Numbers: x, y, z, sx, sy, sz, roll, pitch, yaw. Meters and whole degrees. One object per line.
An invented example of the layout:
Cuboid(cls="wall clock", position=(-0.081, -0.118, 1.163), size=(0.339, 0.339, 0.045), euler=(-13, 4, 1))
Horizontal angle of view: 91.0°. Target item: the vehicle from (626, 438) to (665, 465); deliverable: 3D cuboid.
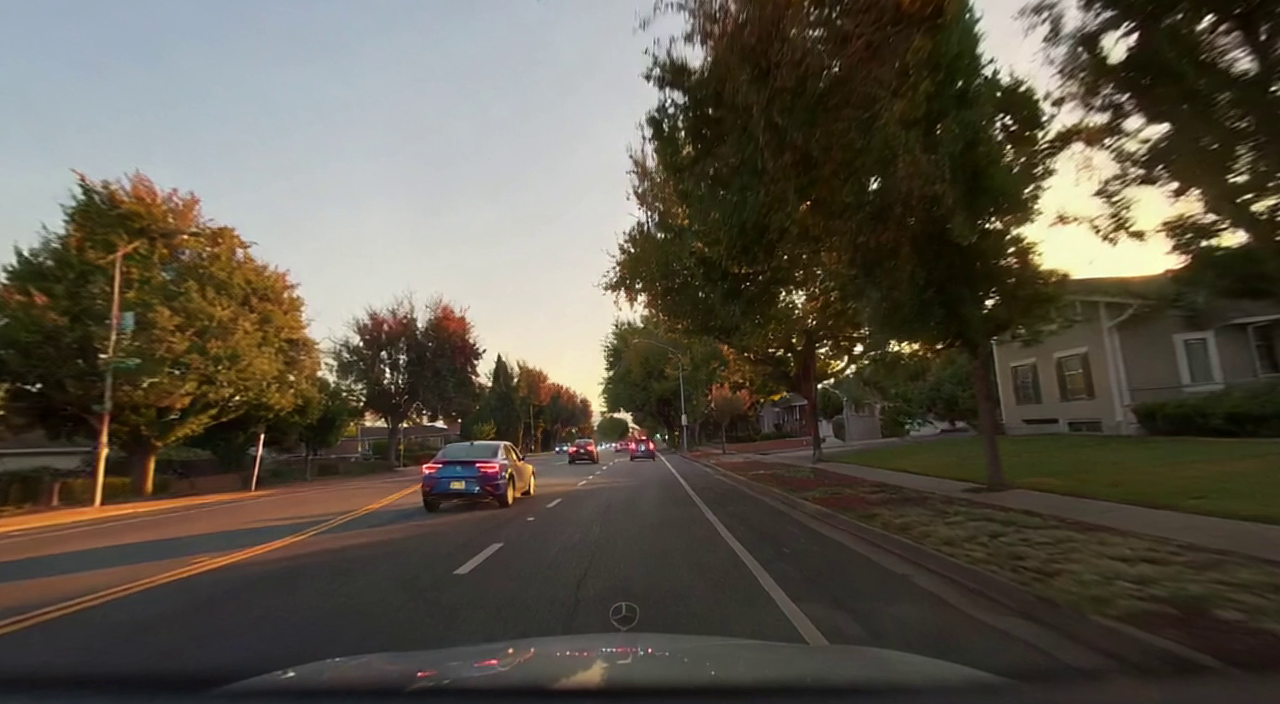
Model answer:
Cuboid(cls="vehicle", position=(0.277, 5.639, 35.822), size=(2.065, 1.456, 4.099), euler=(0, -8, 0))

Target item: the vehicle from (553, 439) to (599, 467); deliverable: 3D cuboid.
Cuboid(cls="vehicle", position=(-3.545, 5.678, 35.624), size=(2.114, 1.500, 3.912), euler=(0, -8, 1))

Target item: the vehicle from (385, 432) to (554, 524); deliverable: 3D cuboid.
Cuboid(cls="vehicle", position=(-3.082, 2.373, 12.484), size=(2.030, 1.467, 4.403), euler=(0, -8, 1))
